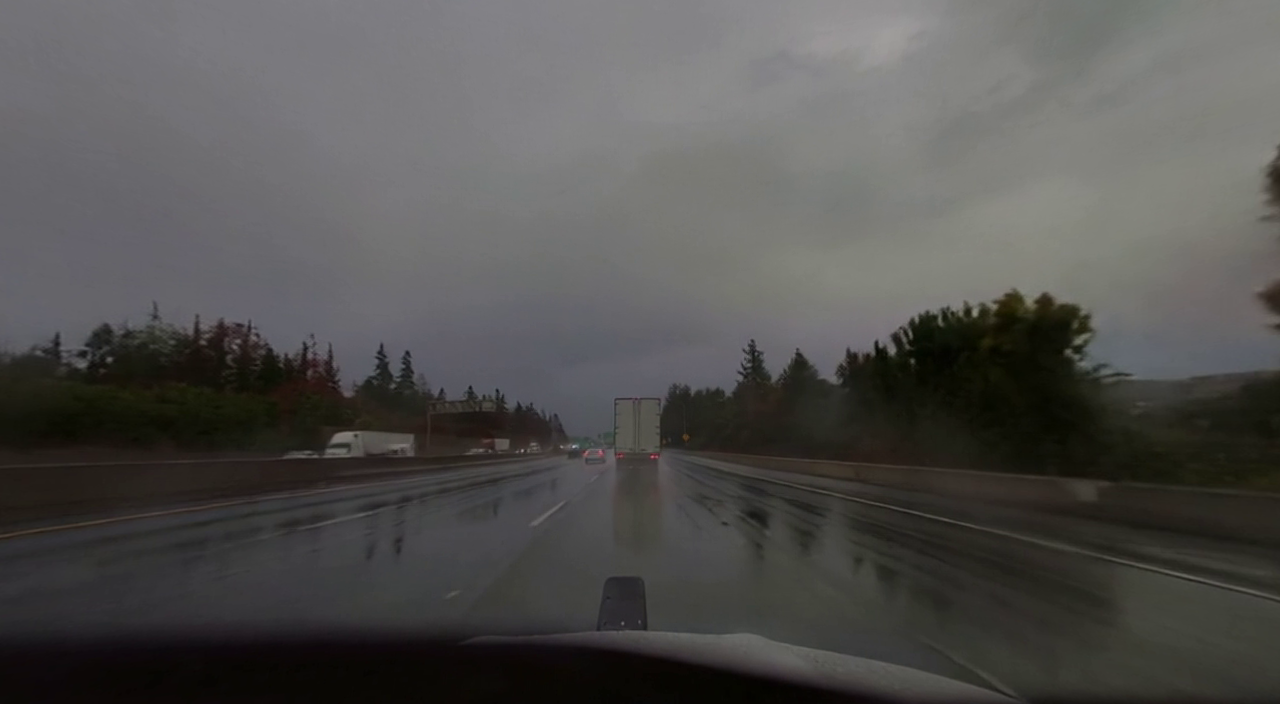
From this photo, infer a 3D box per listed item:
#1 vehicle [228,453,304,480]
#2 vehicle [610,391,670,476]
[{"bbox_3d":[-22.335,6.840,37.811,1.893,1.467,4.422,0,-9,-1],"label":"vehicle"},{"bbox_3d":[-0.143,4.862,36.540,2.875,4.056,12.312,0,-9,-1],"label":"vehicle"}]
